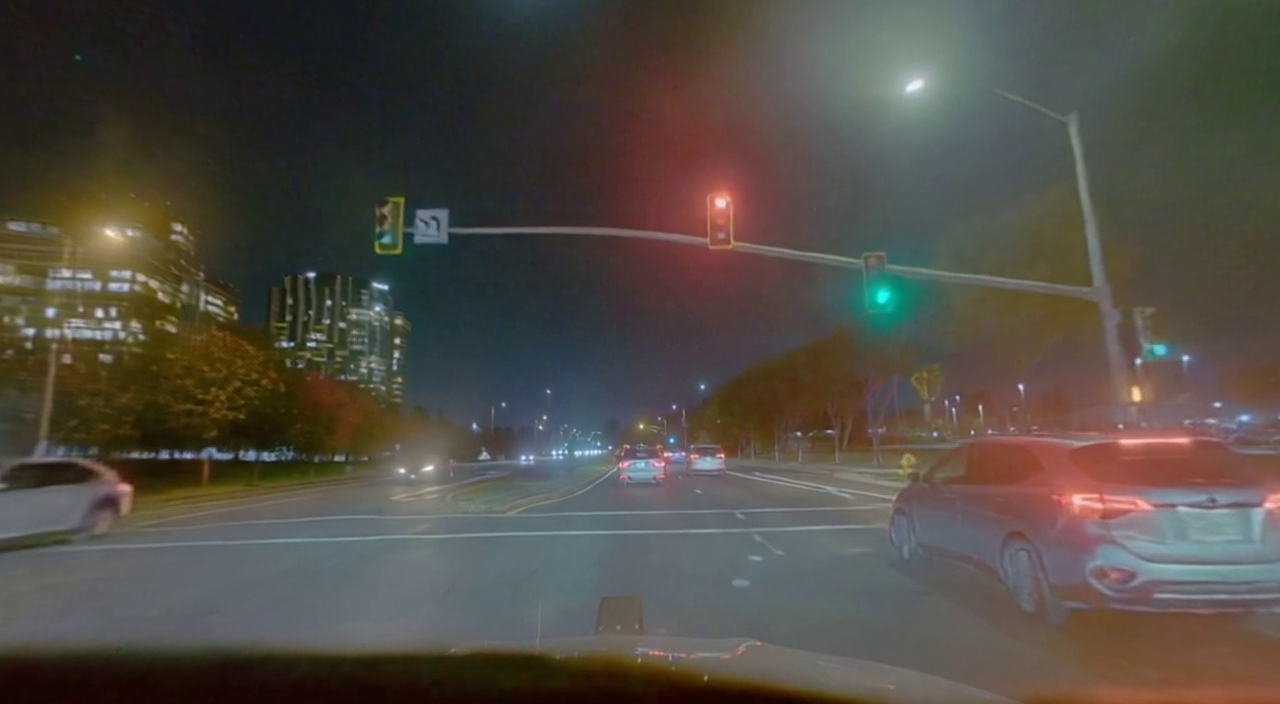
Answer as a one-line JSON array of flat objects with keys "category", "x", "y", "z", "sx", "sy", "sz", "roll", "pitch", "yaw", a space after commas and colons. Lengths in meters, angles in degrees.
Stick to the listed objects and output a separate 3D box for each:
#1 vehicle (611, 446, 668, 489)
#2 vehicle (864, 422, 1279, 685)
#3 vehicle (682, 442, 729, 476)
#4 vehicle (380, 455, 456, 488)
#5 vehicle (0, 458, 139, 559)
[{"category": "vehicle", "x": -0.004, "y": 4.408, "z": 24.502, "sx": 2.034, "sy": 1.500, "sz": 3.966, "roll": 0, "pitch": -8, "yaw": 0}, {"category": "vehicle", "x": 3.922, "y": 1.473, "z": 5.861, "sx": 2.049, "sy": 1.473, "sz": 4.425, "roll": 0, "pitch": -8, "yaw": 0}, {"category": "vehicle", "x": 3.592, "y": 5.969, "z": 35.585, "sx": 2.107, "sy": 1.773, "sz": 4.557, "roll": 0, "pitch": -8, "yaw": -1}, {"category": "vehicle", "x": -10.913, "y": 5.873, "z": 31.390, "sx": 2.043, "sy": 1.456, "sz": 4.627, "roll": 0, "pitch": -8, "yaw": 1}, {"category": "vehicle", "x": -10.900, "y": 2.535, "z": 10.284, "sx": 1.808, "sy": 1.512, "sz": 4.447, "roll": 0, "pitch": -8, "yaw": 0}]
